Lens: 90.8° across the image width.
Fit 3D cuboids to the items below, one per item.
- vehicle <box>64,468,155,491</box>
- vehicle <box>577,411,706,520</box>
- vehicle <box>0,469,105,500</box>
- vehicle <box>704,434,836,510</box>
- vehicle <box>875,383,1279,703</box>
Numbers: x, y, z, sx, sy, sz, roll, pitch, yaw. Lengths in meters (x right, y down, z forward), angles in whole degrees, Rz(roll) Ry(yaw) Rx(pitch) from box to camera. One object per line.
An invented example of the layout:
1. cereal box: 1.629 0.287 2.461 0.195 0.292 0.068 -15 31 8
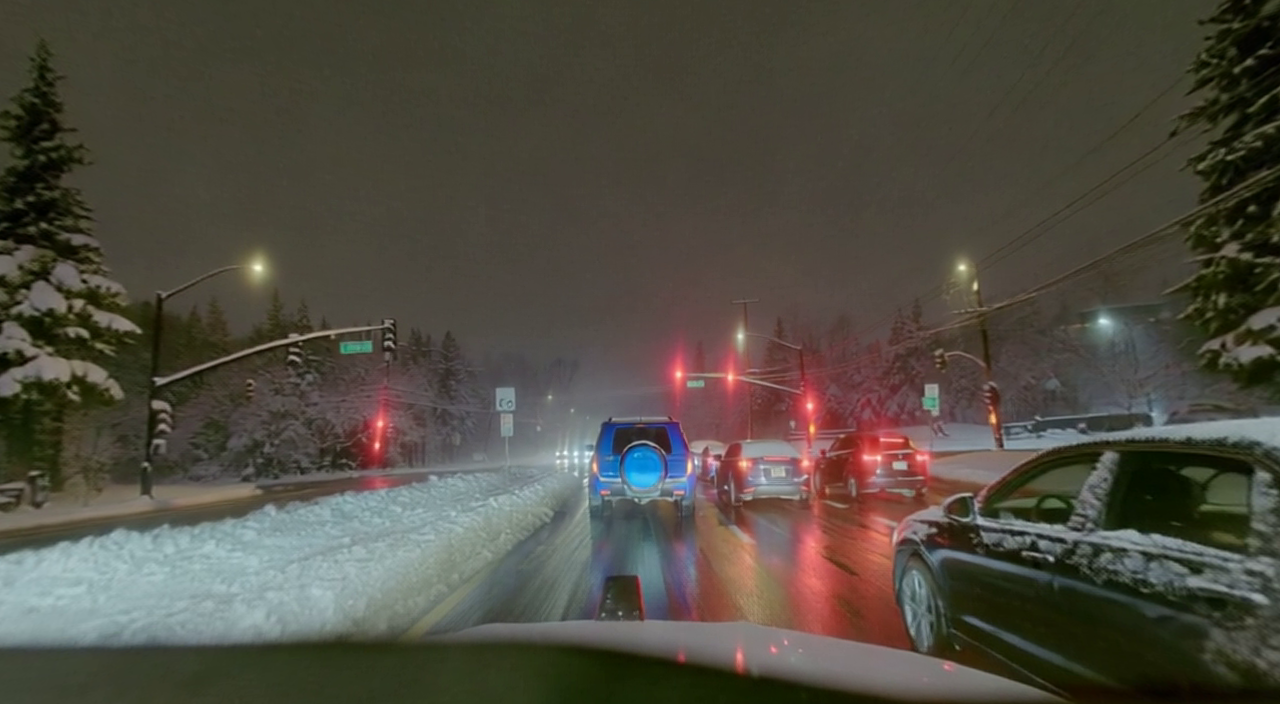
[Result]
1. vehicle: -37.897 9.115 45.242 4.569 1.505 1.992 1 -9 -5
2. vehicle: 0.008 2.334 13.424 2.236 1.856 4.816 0 -9 0
3. vehicle: -33.260 7.411 35.443 4.550 1.601 1.766 1 -9 -7
4. vehicle: 2.790 2.694 14.663 2.025 1.477 4.333 0 -9 -1
5. vehicle: 2.770 0.932 2.500 2.004 1.460 4.297 0 -9 0
